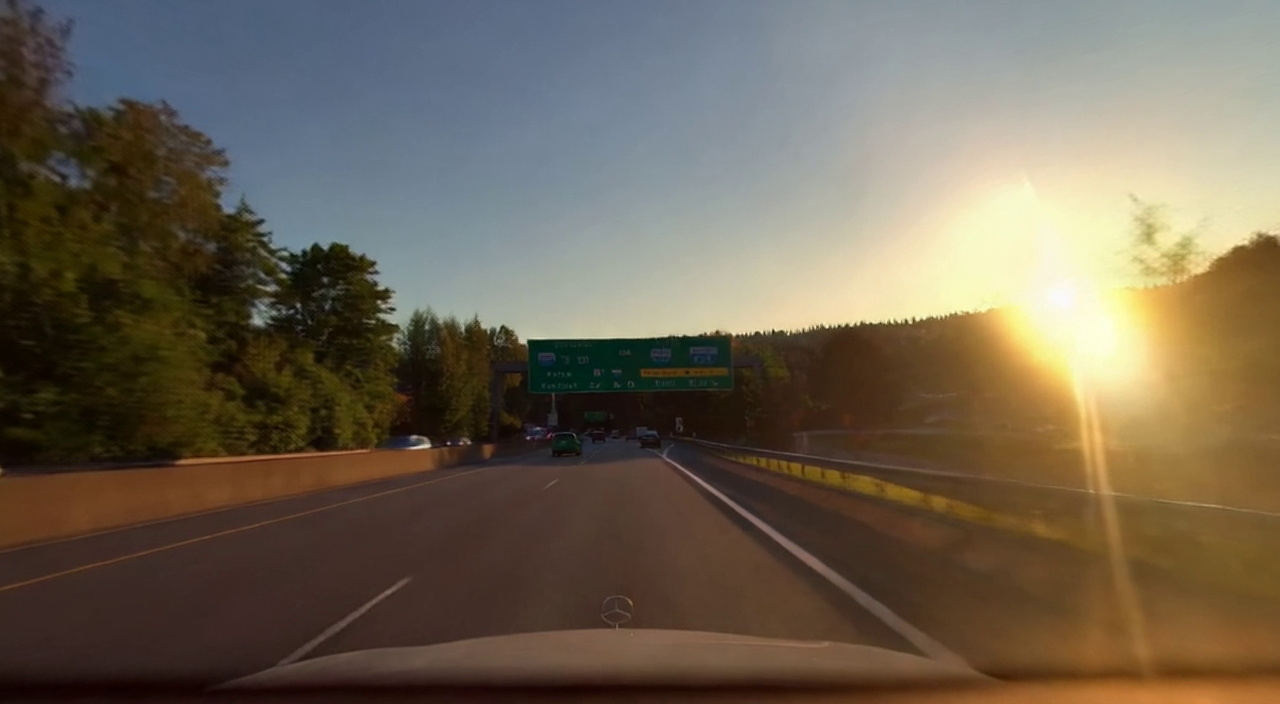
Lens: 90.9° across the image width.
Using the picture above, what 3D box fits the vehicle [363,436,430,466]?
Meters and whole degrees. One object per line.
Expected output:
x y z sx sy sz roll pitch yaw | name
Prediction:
-13.397 5.444 34.988 1.976 1.495 4.556 0 -8 -1 | vehicle

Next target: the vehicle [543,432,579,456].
-5.177 6.050 41.519 1.959 1.514 3.668 0 -8 -1 | vehicle

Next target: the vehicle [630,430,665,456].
0.466 5.849 40.581 2.139 1.561 4.060 0 -8 1 | vehicle
